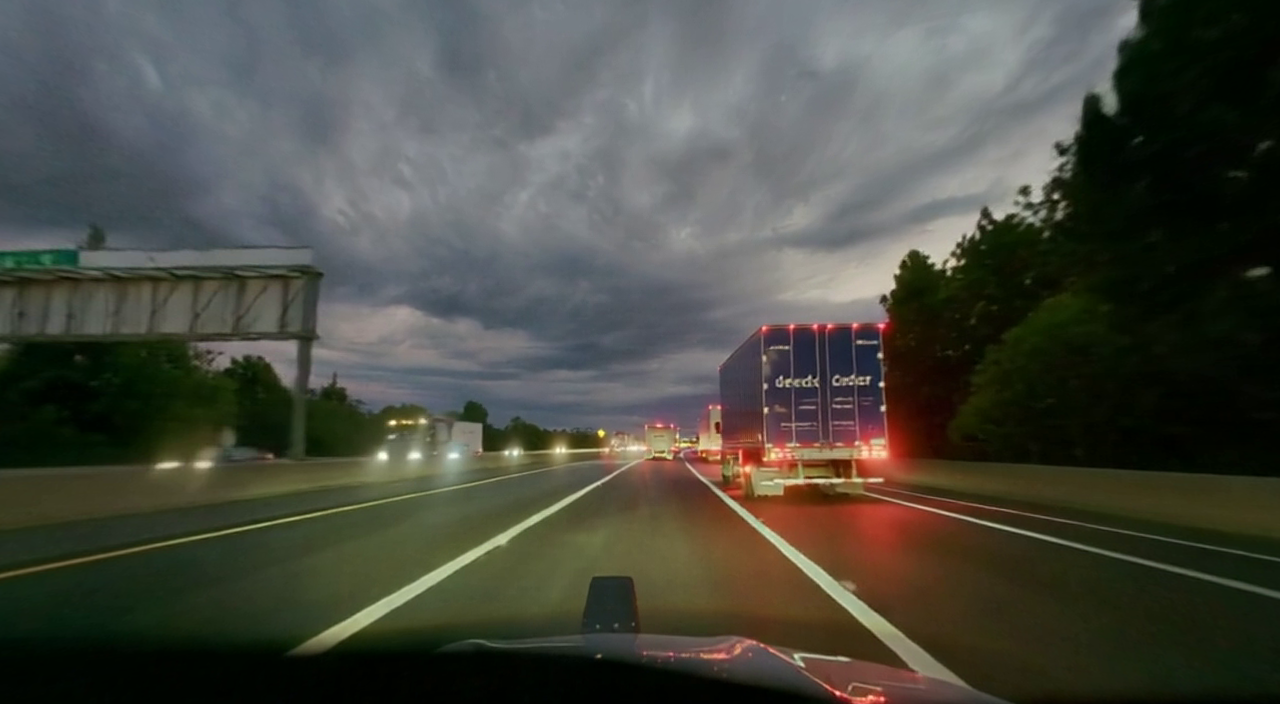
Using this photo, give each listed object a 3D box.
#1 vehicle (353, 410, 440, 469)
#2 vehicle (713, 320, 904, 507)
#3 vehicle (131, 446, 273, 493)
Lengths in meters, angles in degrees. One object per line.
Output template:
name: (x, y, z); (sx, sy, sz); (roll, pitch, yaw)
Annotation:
vehicle: (-15.816, 5.754, 41.432); (3.037, 3.540, 6.335); (0, -7, 1)
vehicle: (4.027, 1.907, 18.005); (2.920, 3.860, 10.035); (0, -8, 2)
vehicle: (-16.575, 4.418, 24.169); (1.980, 1.538, 4.622); (-1, -8, 3)
